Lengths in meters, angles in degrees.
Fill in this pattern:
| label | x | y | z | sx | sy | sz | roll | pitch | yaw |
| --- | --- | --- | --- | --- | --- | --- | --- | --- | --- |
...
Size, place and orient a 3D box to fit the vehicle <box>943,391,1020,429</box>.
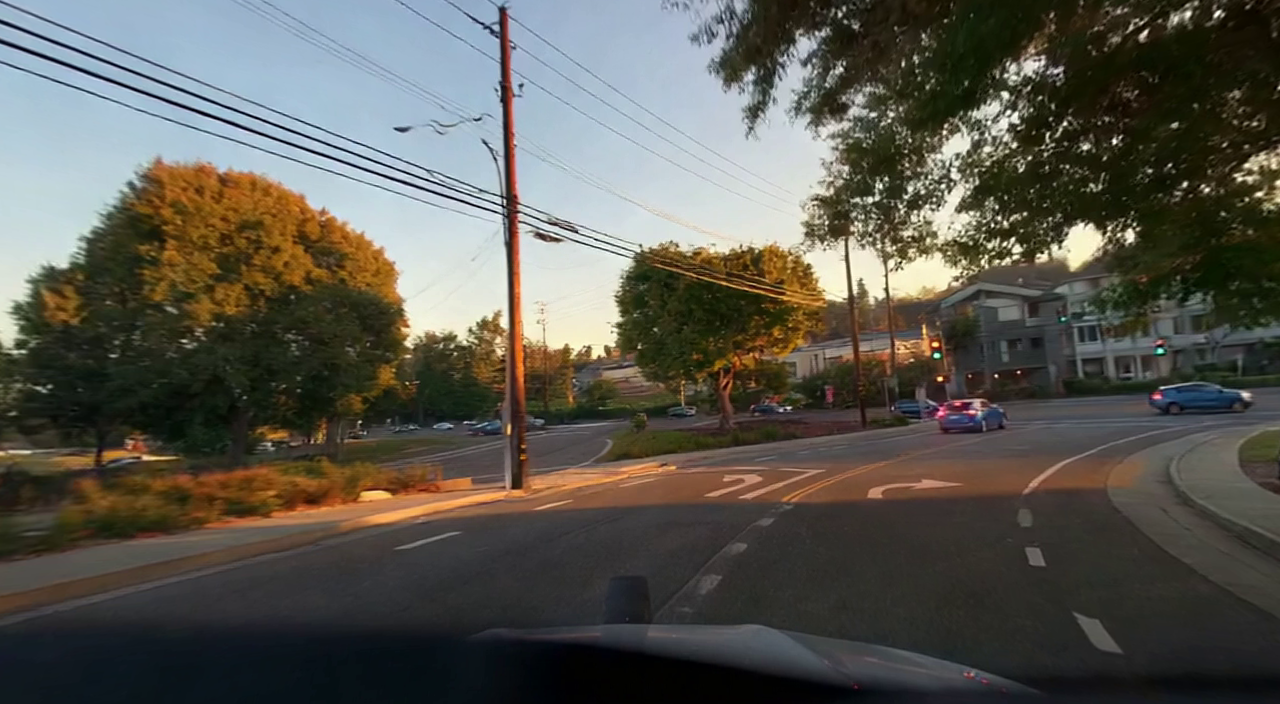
| label | x | y | z | sx | sy | sz | roll | pitch | yaw |
| --- | --- | --- | --- | --- | --- | --- | --- | --- | --- |
| vehicle | 17.934 | 3.103 | 33.025 | 4.704 | 1.726 | 1.928 | 7 | -11 | -41 |
